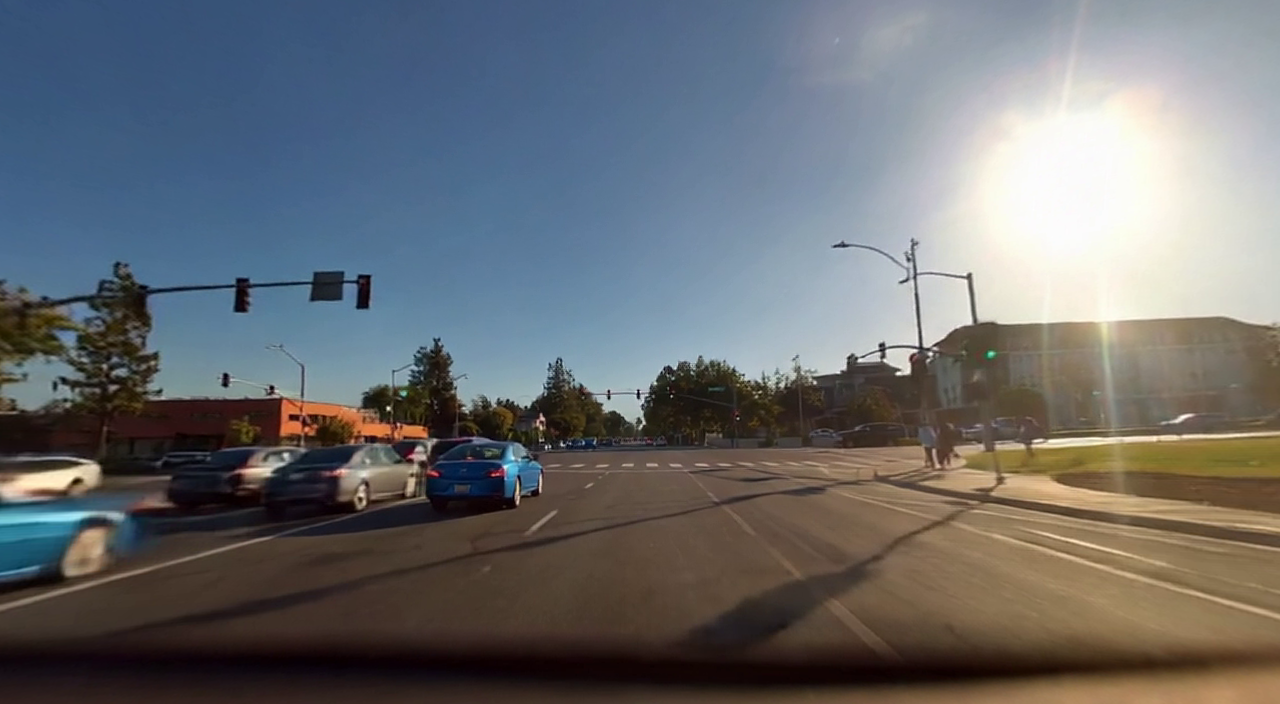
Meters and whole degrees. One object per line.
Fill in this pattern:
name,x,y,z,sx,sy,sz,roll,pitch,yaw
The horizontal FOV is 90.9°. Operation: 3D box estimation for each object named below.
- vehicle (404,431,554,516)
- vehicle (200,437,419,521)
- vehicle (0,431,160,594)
vehicle,-3.161,2.487,13.417,1.924,1.480,4.421,-1,-8,2
vehicle,-6.790,2.640,13.720,2.133,1.485,4.681,-1,-8,2
vehicle,-6.818,1.406,5.300,2.006,1.461,4.476,-1,-8,0
